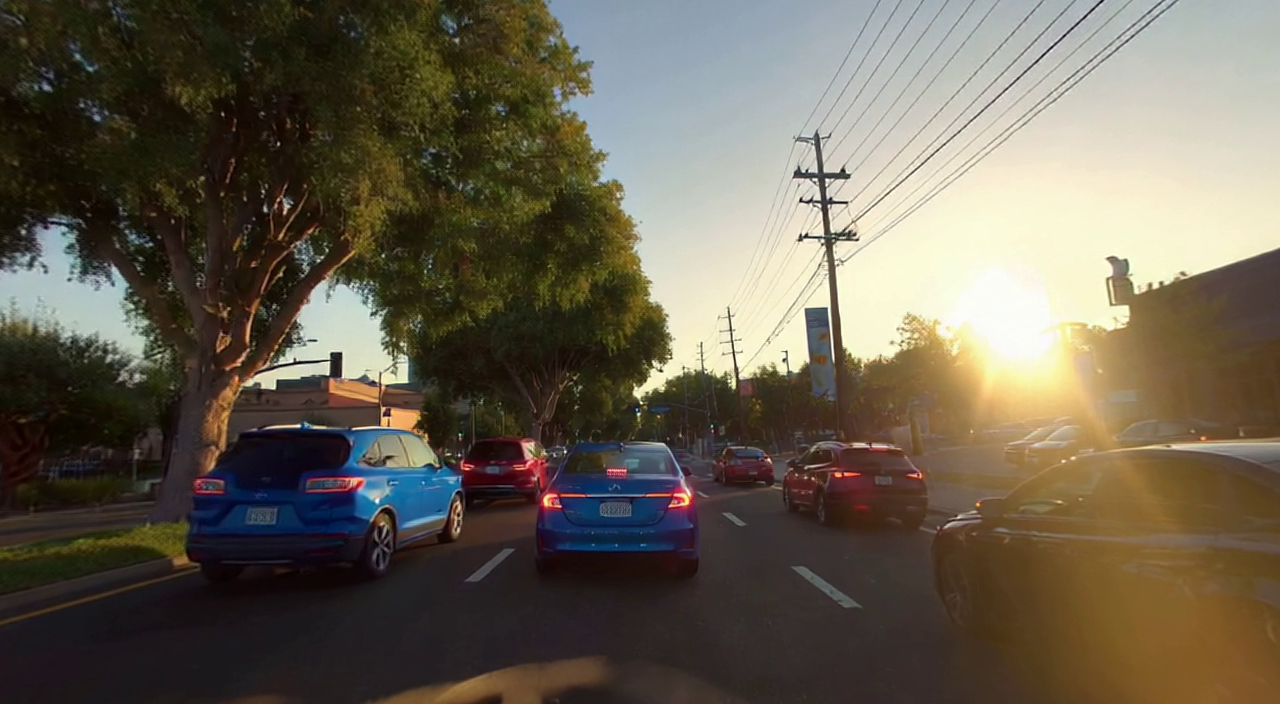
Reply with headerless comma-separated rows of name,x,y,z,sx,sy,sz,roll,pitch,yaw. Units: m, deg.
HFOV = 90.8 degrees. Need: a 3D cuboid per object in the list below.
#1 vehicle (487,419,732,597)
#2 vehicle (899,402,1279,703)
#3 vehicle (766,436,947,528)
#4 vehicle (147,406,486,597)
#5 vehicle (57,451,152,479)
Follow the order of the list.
vehicle,-0.317,1.632,7.415,2.097,1.511,3.809,0,-9,-2
vehicle,3.666,1.190,4.192,1.929,1.479,4.723,0,-9,1
vehicle,3.933,2.429,12.412,1.909,1.473,4.361,0,-9,-1
vehicle,-3.419,1.654,7.849,1.979,1.697,4.254,0,-9,-1
vehicle,-37.034,7.829,43.740,4.683,1.833,2.078,0,-9,2
